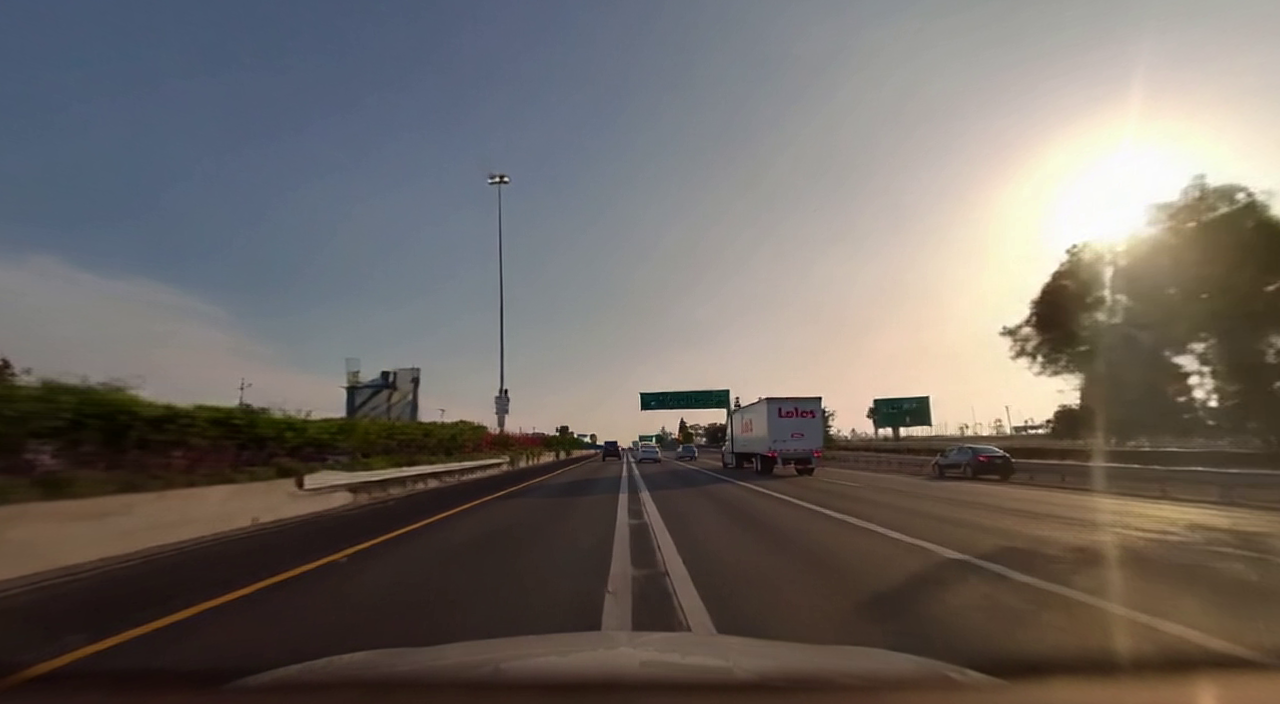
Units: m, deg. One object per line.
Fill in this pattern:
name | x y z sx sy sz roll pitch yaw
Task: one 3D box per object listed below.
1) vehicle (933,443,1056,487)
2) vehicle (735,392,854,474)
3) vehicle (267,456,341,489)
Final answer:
vehicle | 12.968 4.153 23.489 1.862 1.462 4.459 0 -9 -2
vehicle | 9.061 5.333 40.280 2.892 4.128 16.495 0 -9 -2
vehicle | -17.439 6.226 32.998 1.816 1.516 3.896 0 -9 -2
